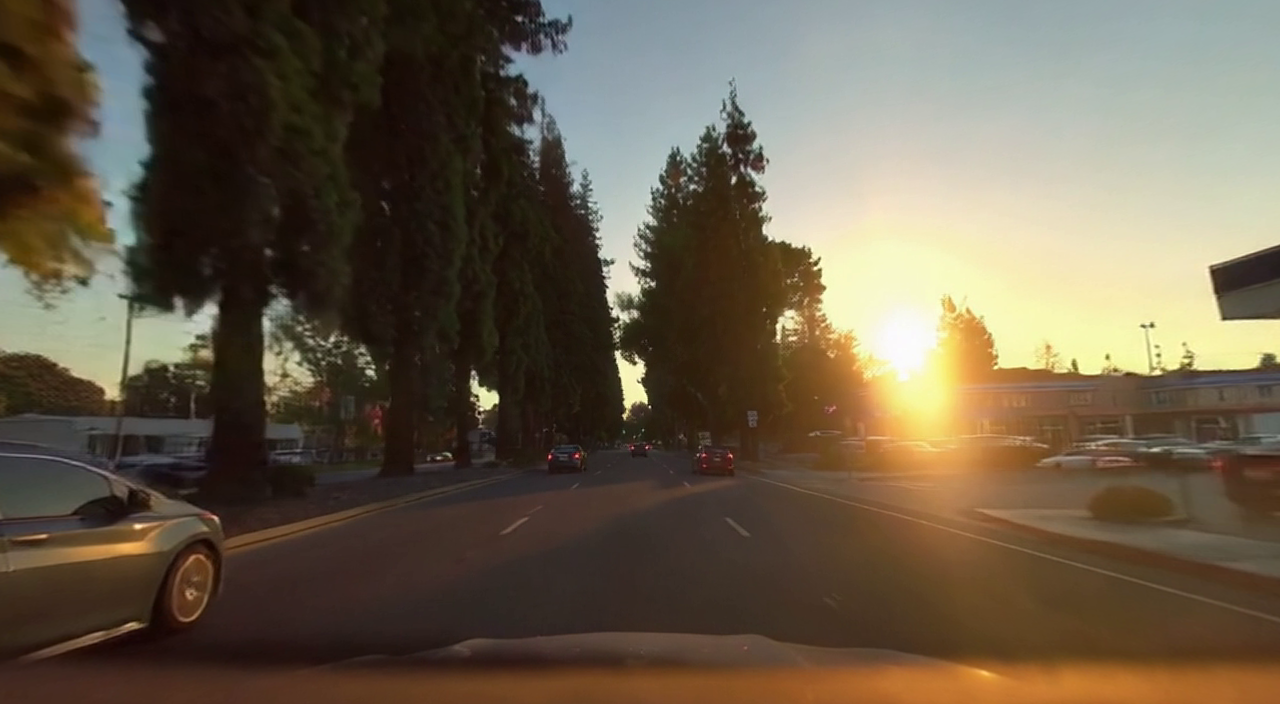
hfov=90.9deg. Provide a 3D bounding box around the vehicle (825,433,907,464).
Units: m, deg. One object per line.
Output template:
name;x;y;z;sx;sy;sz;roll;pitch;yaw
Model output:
vehicle;14.118;6.081;39.744;2.097;1.779;4.720;4;-9;-24

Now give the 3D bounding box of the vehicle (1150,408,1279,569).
vehicle;9.305;1.631;7.739;4.526;1.768;2.056;1;-9;-8

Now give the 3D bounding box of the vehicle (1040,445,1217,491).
vehicle;16.749;3.982;21.739;4.624;1.460;1.901;1;-9;-4

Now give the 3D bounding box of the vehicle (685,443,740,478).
vehicle;3.309;5.055;29.652;2.010;1.486;4.498;0;-9;-1

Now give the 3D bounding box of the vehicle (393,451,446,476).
vehicle;-14.717;7.437;42.293;1.977;1.491;4.496;1;-8;-1

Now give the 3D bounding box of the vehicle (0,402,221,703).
vehicle;-3.924;0.831;1.760;1.988;1.530;5.155;0;-9;0

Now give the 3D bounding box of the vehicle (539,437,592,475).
vehicle;-3.645;5.204;31.647;2.051;1.747;4.370;0;-9;1

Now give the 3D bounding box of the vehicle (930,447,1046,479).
vehicle;16.818;5.328;30.525;4.717;1.461;1.874;2;-9;-11
